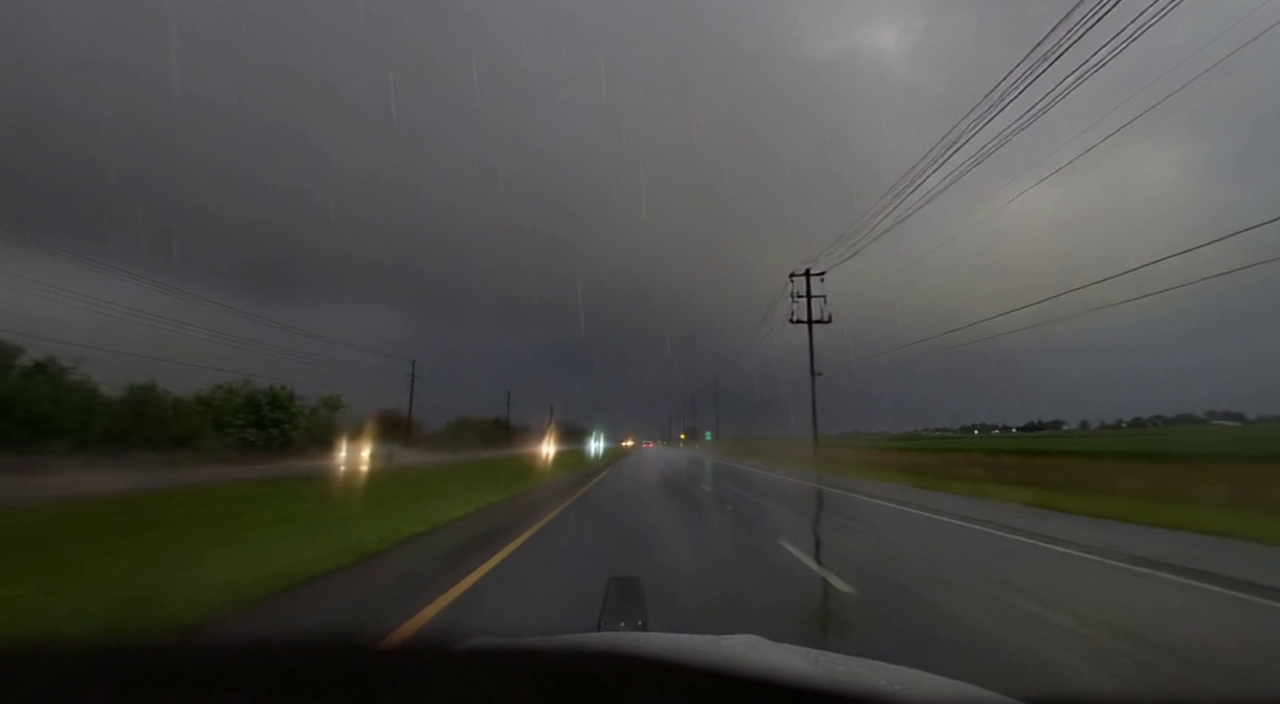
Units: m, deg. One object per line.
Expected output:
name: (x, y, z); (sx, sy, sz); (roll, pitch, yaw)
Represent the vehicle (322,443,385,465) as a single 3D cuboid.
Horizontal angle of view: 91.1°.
vehicle: (-19.897, 7.087, 43.832); (2.025, 1.469, 4.826); (0, -8, 1)
